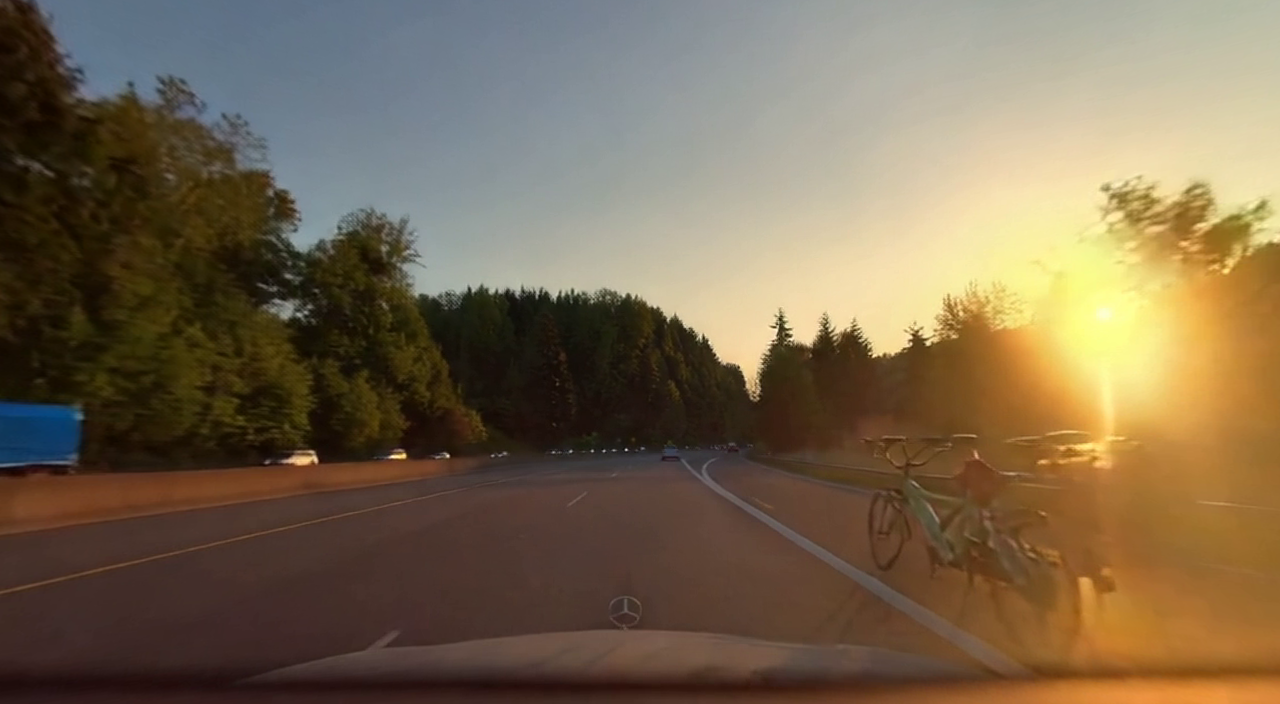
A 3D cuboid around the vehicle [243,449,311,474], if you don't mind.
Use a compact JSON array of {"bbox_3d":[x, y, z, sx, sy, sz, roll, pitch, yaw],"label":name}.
[{"bbox_3d":[-25.047,7.560,43.670,1.955,1.626,4.310,0,-9,2],"label":"vehicle"}]
